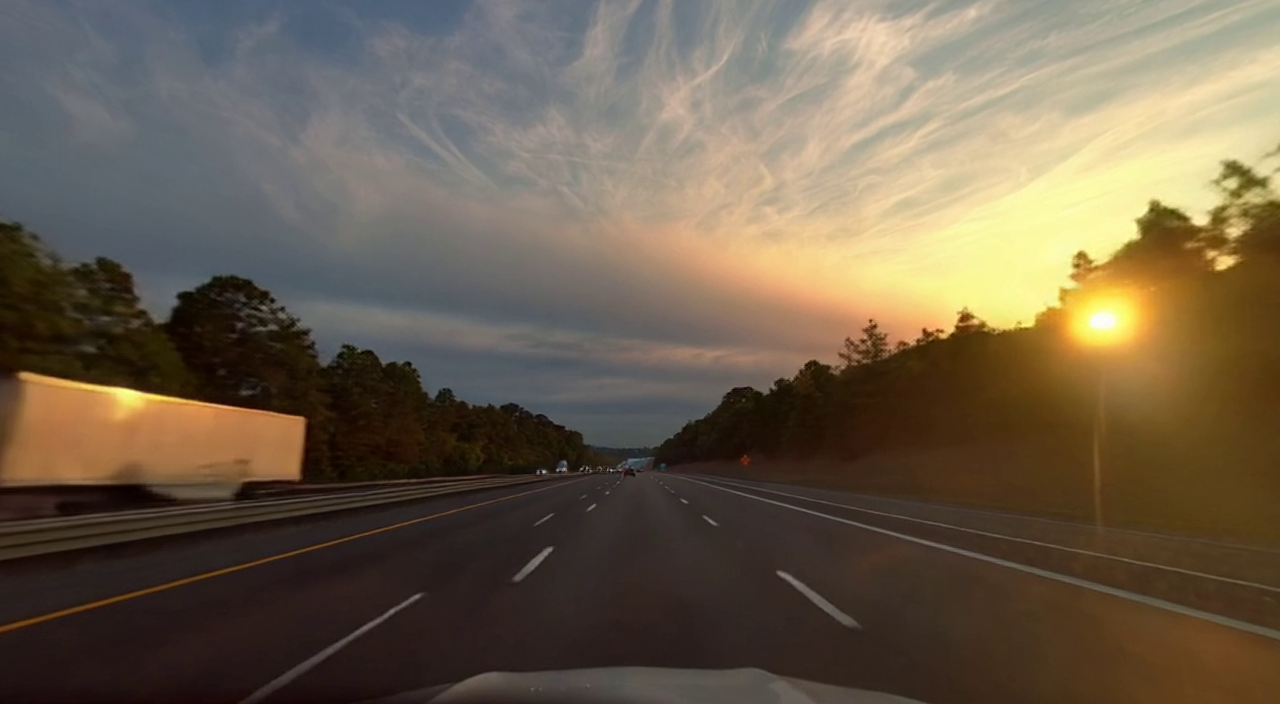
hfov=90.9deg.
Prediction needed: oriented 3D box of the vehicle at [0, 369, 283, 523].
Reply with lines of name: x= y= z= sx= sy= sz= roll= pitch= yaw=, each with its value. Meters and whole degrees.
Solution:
vehicle: x=-16.696 y=3.033 z=19.318 sx=3.250 sy=3.556 sz=14.302 roll=1 pitch=-11 yaw=-1
